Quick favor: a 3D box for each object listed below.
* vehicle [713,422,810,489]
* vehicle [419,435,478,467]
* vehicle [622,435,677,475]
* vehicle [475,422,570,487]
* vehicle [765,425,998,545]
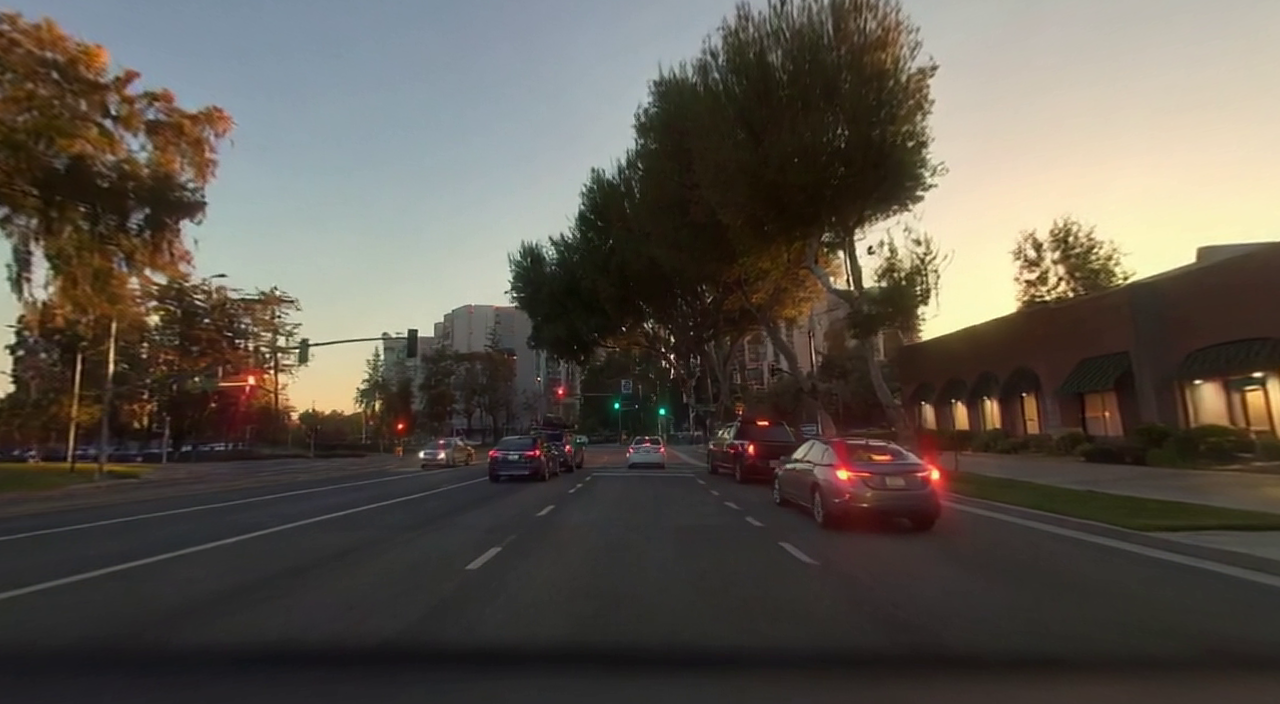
[{"bbox_3d":[3.465,3.047,18.821,1.992,1.744,4.183,0,-8,-1],"label":"vehicle"},{"bbox_3d":[-10.439,5.403,34.597,1.989,1.598,4.054,-1,-8,0],"label":"vehicle"},{"bbox_3d":[0.296,3.999,24.688,1.971,1.433,3.923,0,-8,-1],"label":"vehicle"},{"bbox_3d":[-3.438,3.112,19.362,2.023,1.720,4.452,0,-8,1],"label":"vehicle"},{"bbox_3d":[3.419,1.958,9.944,1.913,1.463,4.198,0,-8,-1],"label":"vehicle"}]
